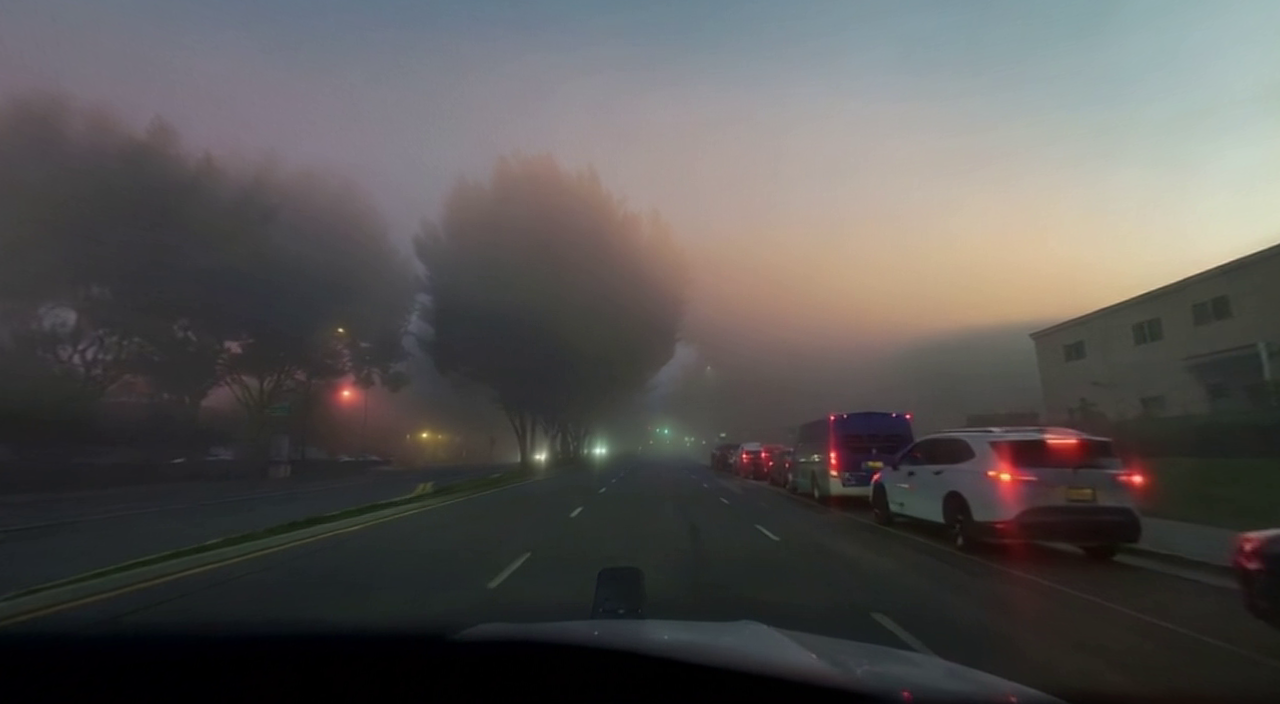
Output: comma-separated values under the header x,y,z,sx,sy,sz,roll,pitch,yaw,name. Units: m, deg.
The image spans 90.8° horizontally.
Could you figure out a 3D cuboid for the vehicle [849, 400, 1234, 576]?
x,y,z,sx,sy,sz,roll,pitch,yaw,name
4.816,1.715,8.747,2.304,1.760,4.630,0,-8,1,vehicle
